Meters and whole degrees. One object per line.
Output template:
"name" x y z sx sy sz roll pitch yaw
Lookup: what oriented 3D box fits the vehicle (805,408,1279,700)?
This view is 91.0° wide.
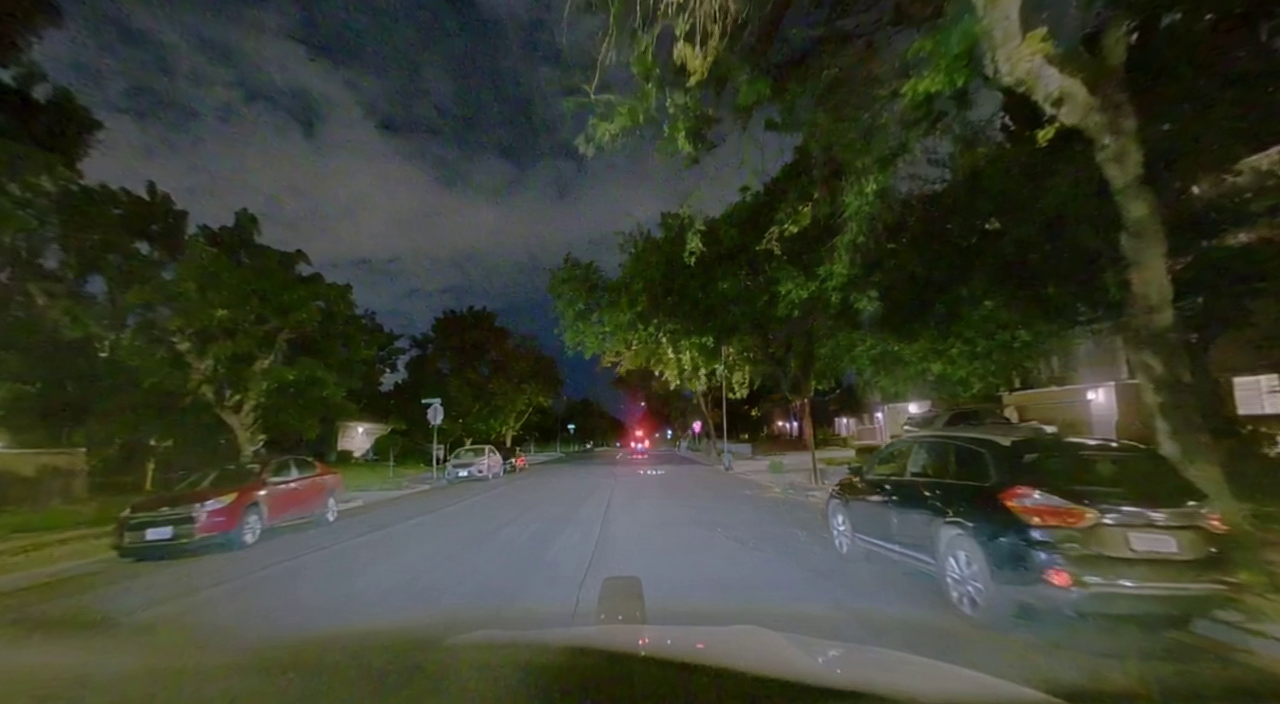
"vehicle" 3.157 1.383 5.632 2.004 1.469 4.706 0 -8 -1

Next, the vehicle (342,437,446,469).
"vehicle" -15.375 6.342 39.635 5.619 1.947 2.183 1 -9 -4

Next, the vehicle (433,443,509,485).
"vehicle" -6.830 4.552 25.993 1.972 1.543 4.622 0 -8 -2

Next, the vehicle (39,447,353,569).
"vehicle" -6.815 2.385 10.482 2.009 1.470 4.475 -3 -9 0
